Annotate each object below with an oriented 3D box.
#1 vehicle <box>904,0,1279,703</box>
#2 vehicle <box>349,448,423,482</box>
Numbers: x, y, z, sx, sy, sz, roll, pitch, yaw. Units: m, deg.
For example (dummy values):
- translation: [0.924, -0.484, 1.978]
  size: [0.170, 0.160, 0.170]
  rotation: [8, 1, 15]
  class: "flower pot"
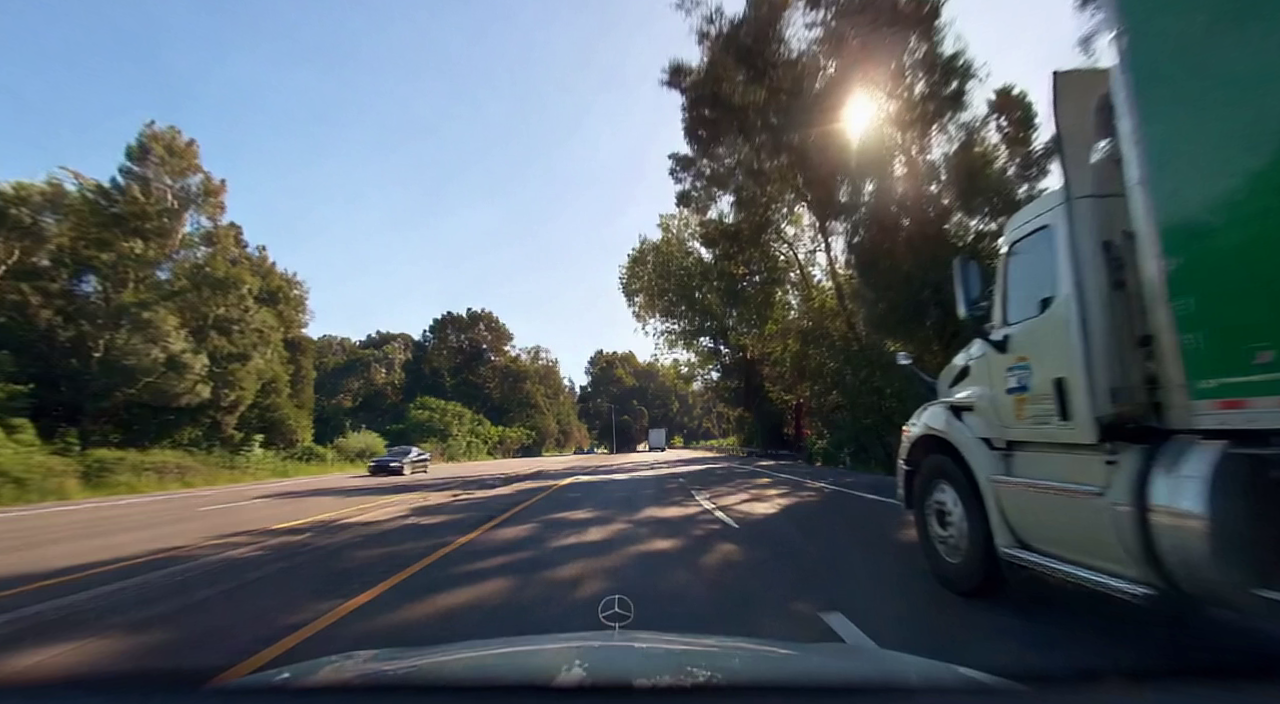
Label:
- translation: [4.142, -0.300, 2.816]
  size: [2.981, 4.058, 6.276]
  rotation: [0, -8, -1]
  class: "vehicle"
- translation: [-12.462, 5.548, 31.219]
  size: [1.943, 1.482, 4.376]
  rotation: [0, -8, -1]
  class: "vehicle"
